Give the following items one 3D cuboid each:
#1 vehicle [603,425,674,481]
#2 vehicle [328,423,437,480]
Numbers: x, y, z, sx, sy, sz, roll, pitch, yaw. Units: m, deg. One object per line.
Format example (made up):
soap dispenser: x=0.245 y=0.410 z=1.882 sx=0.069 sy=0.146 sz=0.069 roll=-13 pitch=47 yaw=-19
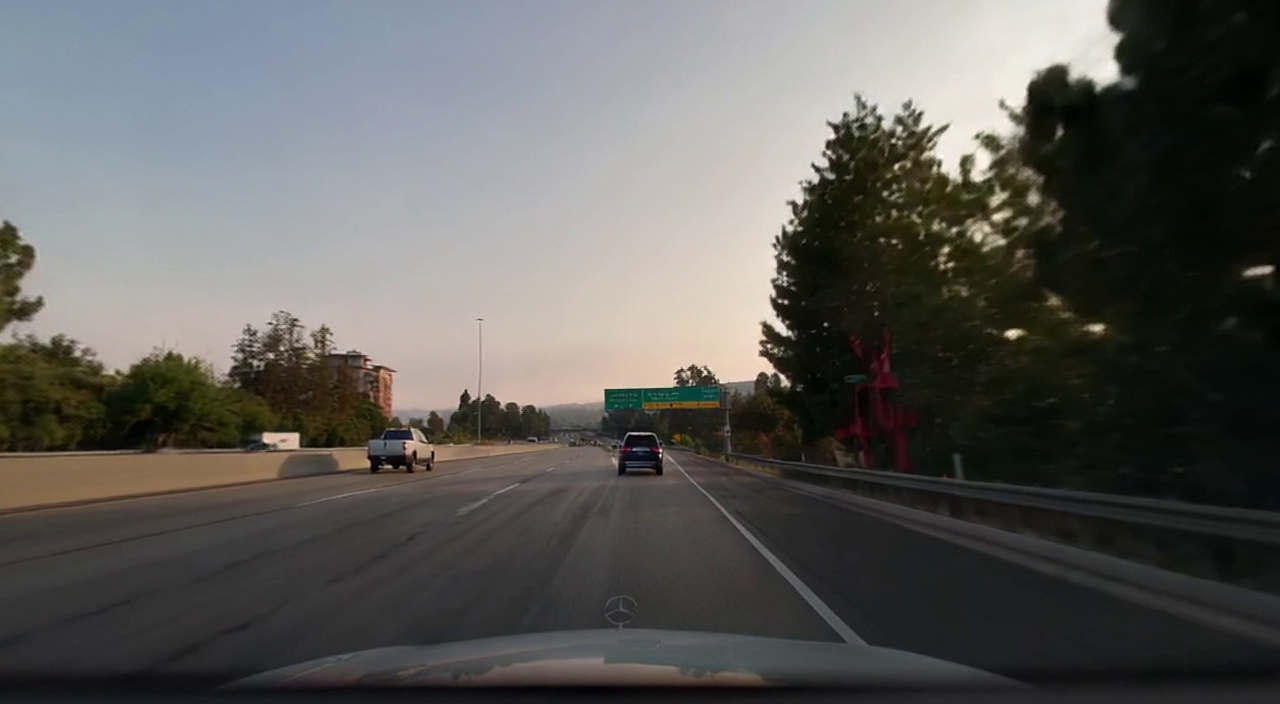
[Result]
vehicle: x=-0.060 y=3.974 z=25.011 sx=2.497 sy=1.957 sz=5.432 roll=0 pitch=-9 yaw=0
vehicle: x=-9.829 y=3.866 z=24.708 sx=2.289 sy=1.955 sz=5.147 roll=1 pitch=-9 yaw=-3
